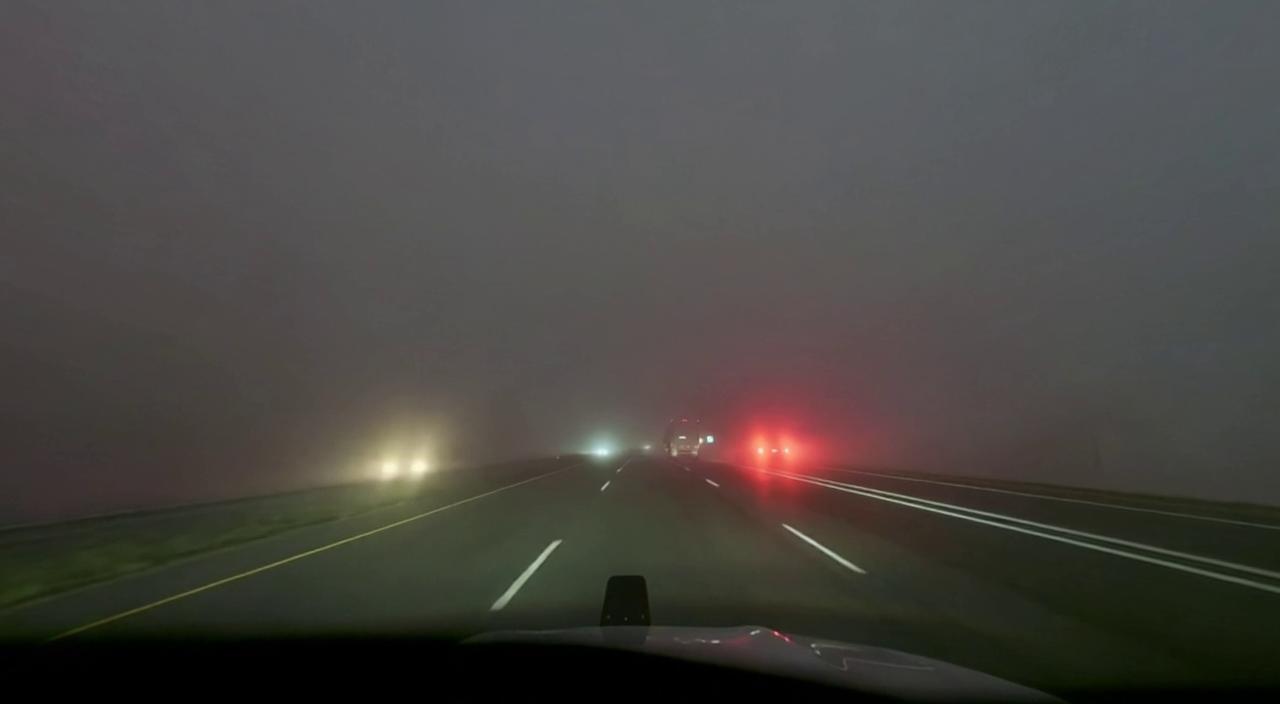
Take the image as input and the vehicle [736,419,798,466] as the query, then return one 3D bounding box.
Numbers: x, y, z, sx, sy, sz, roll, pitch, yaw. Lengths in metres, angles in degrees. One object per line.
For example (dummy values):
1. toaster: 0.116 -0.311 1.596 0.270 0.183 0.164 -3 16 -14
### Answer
1. vehicle: 8.073 5.871 40.808 2.474 2.730 7.349 0 -8 0
